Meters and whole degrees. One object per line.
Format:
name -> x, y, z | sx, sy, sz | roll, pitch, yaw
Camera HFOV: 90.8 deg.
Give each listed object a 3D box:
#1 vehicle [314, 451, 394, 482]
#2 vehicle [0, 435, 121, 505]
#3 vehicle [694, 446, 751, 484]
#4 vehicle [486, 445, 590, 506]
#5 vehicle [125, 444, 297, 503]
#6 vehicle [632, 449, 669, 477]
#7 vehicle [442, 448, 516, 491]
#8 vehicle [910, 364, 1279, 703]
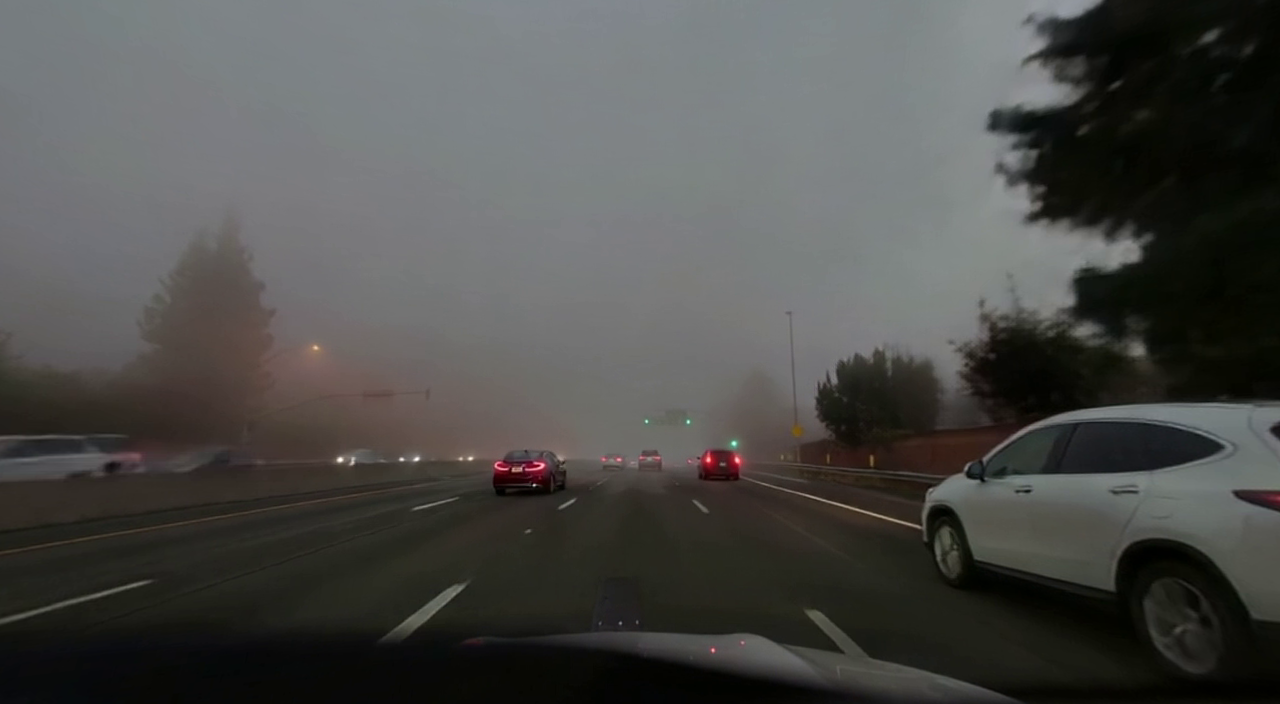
vehicle -> -14.563, 5.832, 32.467 | 1.854, 1.449, 4.476 | -1, -9, 3
vehicle -> -15.921, 2.898, 15.709 | 2.032, 1.616, 4.579 | 0, -9, 1
vehicle -> 4.055, 5.645, 31.876 | 2.320, 1.735, 4.408 | 0, -9, 1
vehicle -> -2.768, 3.497, 18.393 | 2.130, 1.514, 4.766 | 0, -9, 2
vehicle -> -12.212, 3.458, 18.438 | 1.803, 1.478, 4.435 | 0, -9, 2
vehicle -> 0.778, 7.487, 42.810 | 2.408, 1.748, 4.217 | 0, -9, 3
vehicle -> -6.093, 4.466, 24.292 | 1.835, 1.504, 3.612 | 0, -9, 1
vehicle -> 3.765, 1.124, 4.025 | 2.029, 1.716, 4.545 | 0, -9, 0
